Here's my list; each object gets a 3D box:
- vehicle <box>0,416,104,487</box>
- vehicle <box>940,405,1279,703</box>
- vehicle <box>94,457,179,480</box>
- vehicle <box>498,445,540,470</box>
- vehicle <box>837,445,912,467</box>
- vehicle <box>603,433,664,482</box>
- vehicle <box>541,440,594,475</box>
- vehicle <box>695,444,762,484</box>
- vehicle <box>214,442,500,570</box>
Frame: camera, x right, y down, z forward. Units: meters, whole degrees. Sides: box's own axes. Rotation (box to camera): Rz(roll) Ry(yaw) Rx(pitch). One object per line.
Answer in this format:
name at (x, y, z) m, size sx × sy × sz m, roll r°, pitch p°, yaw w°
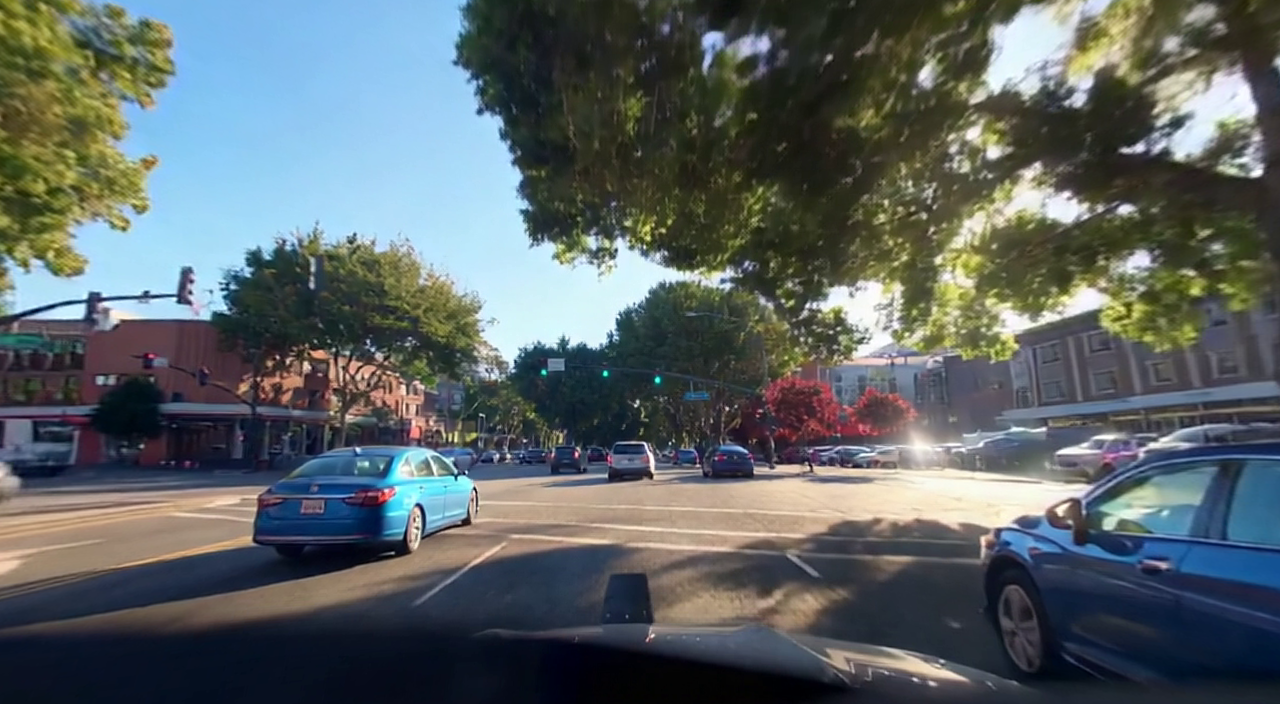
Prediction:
vehicle at (-35.049, 5.185, 33.147) m, size 12.467 × 3.385 × 3.314 m, roll -2°, pitch -9°, yaw 13°
vehicle at (3.137, 0.938, 2.171) m, size 2.052 × 1.475 × 4.540 m, roll 0°, pitch -8°, yaw 1°
vehicle at (-36.616, 8.465, 45.949) m, size 4.458 × 1.494 × 1.849 m, roll 4°, pitch -9°, yaw -26°
vehicle at (-8.766, 7.643, 46.009) m, size 2.059 × 1.559 × 4.709 m, roll -4°, pitch -8°, yaw 1°
vehicle at (16.209, 7.216, 43.741) m, size 4.407 × 1.492 × 1.930 m, roll 0°, pitch -8°, yaw 2°
vehicle at (-0.245, 4.436, 26.784) m, size 2.361 × 1.898 × 4.465 m, roll 0°, pitch -8°, yaw 0°
vehicle at (-3.624, 5.342, 32.235) m, size 2.130 × 1.645 × 3.995 m, roll 0°, pitch -8°, yaw 1°
vehicle at (3.500, 4.493, 25.699) m, size 2.058 × 1.472 × 4.317 m, roll 0°, pitch -8°, yaw 0°
vehicle at (-3.551, 1.976, 8.903) m, size 2.115 × 1.369 × 3.908 m, roll 0°, pitch -8°, yaw 2°
